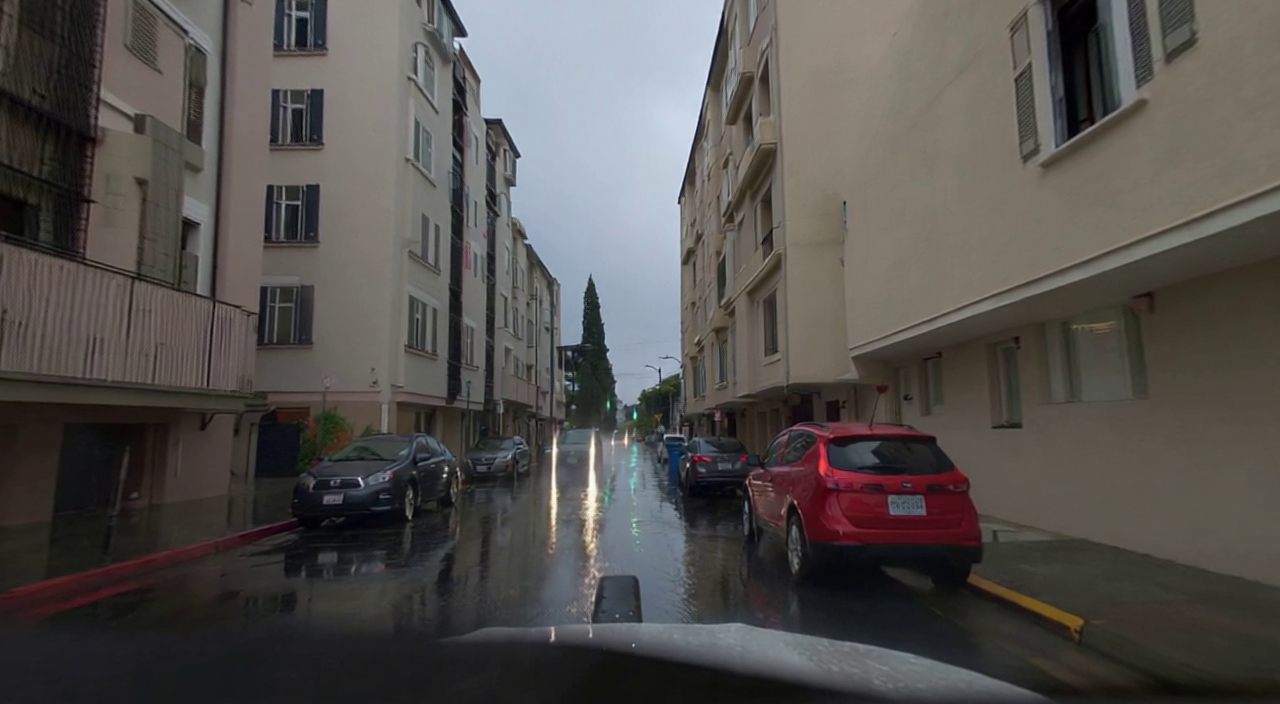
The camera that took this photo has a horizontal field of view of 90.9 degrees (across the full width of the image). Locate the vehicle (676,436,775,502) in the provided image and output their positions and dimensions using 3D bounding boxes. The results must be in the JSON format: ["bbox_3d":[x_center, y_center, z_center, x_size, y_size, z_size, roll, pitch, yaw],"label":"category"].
[{"bbox_3d":[2.002,2.866,16.030,1.786,1.447,4.314,0,-8,-2],"label":"vehicle"}]

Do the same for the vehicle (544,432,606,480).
[{"bbox_3d":[-2.183,3.582,21.996,1.845,1.544,3.388,0,-8,0],"label":"vehicle"}]

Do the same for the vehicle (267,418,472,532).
[{"bbox_3d":[-4.548,2.168,11.479,1.883,1.499,4.426,6,-10,-3],"label":"vehicle"}]

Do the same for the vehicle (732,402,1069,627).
[{"bbox_3d":[2.255,1.486,6.766,1.839,1.678,3.918,0,-8,-2],"label":"vehicle"}]

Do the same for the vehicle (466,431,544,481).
[{"bbox_3d":[-4.834,3.803,23.158,1.942,1.521,3.761,5,-9,0],"label":"vehicle"}]
